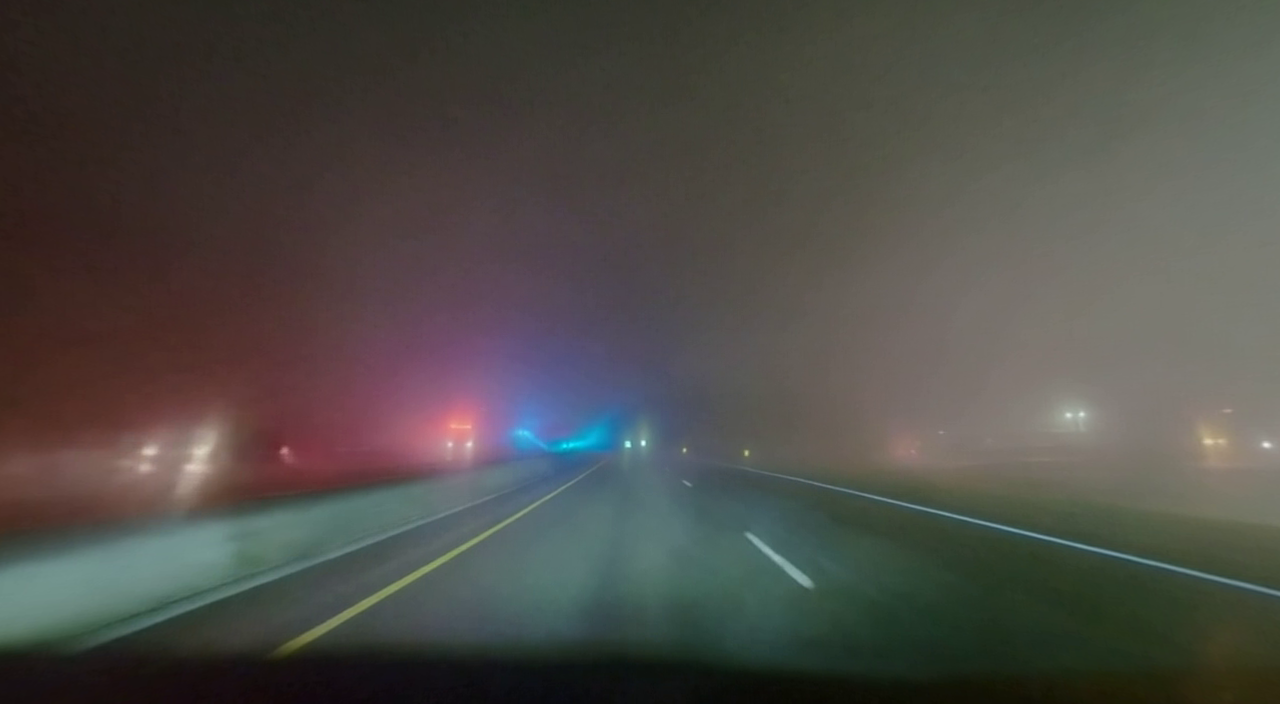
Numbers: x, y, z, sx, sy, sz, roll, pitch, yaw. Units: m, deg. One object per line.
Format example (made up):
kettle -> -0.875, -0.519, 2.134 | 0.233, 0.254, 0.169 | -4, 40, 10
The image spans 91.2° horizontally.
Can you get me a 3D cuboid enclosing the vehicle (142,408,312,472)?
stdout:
vehicle -> -11.849, 2.599, 18.466 | 2.006, 1.663, 4.316 | 0, -8, 1
